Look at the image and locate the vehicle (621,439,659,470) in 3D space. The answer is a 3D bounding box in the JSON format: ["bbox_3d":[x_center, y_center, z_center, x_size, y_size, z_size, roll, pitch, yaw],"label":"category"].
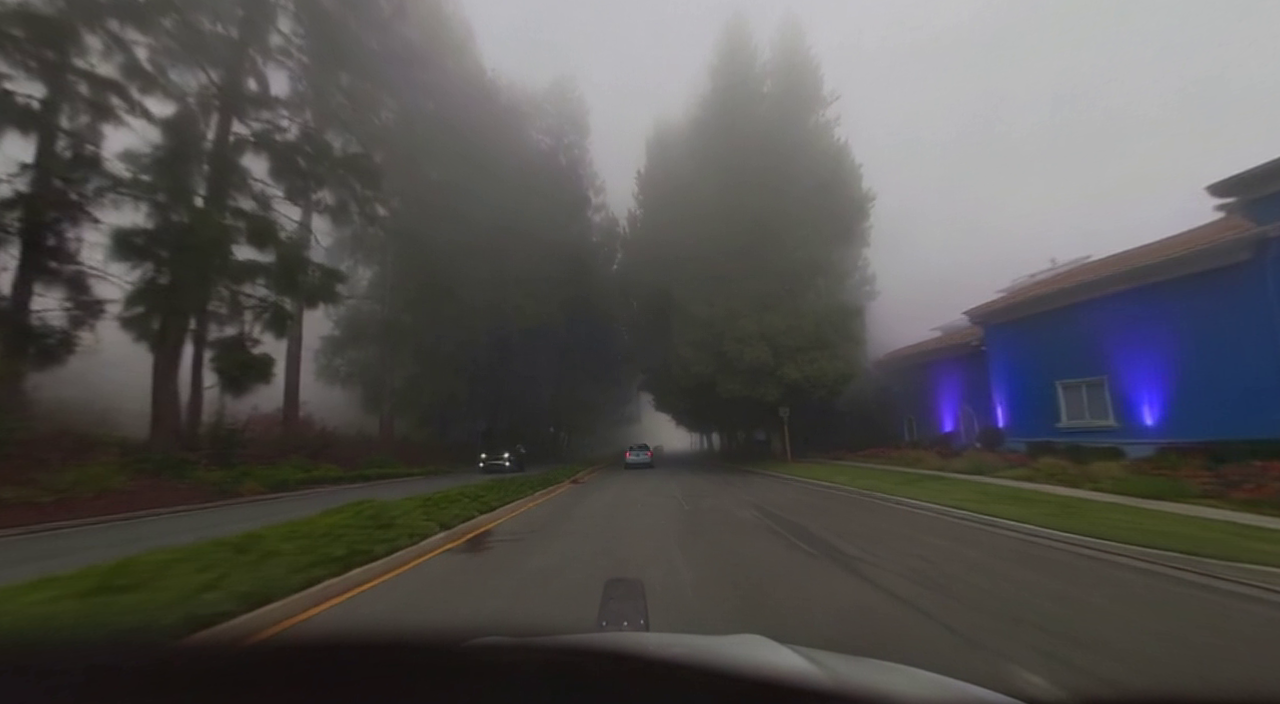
[{"bbox_3d":[0.050,5.984,37.077,2.129,1.713,4.314,0,-8,2],"label":"vehicle"}]

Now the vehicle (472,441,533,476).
[{"bbox_3d":[-7.244,5.640,33.740,2.055,1.757,4.584,0,-8,2],"label":"vehicle"}]
